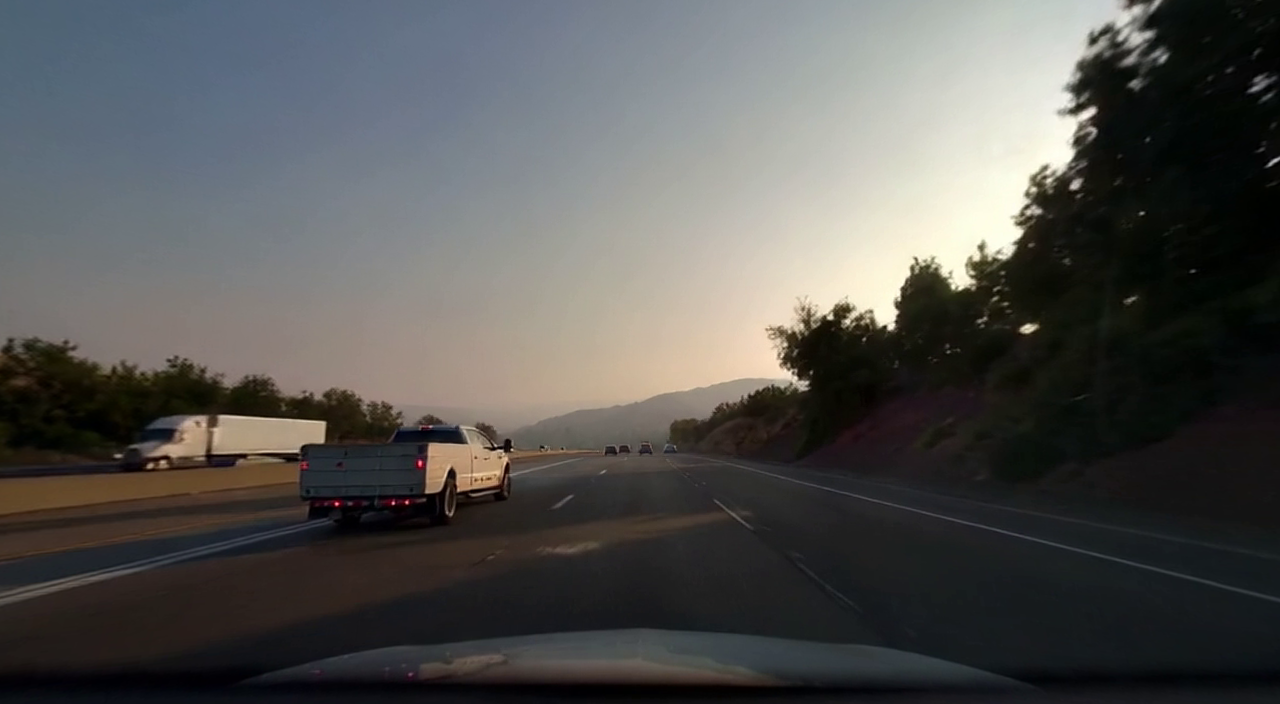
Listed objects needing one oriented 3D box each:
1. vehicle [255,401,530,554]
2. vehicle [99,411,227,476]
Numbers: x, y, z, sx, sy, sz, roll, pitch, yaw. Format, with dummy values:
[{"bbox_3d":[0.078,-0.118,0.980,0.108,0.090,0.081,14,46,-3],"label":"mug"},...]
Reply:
[{"bbox_3d":[-3.625,1.992,10.798,2.379,1.918,5.504,0,-8,1],"label":"vehicle"},{"bbox_3d":[-32.159,6.219,42.933,3.210,4.059,6.683,0,-8,1],"label":"vehicle"}]
